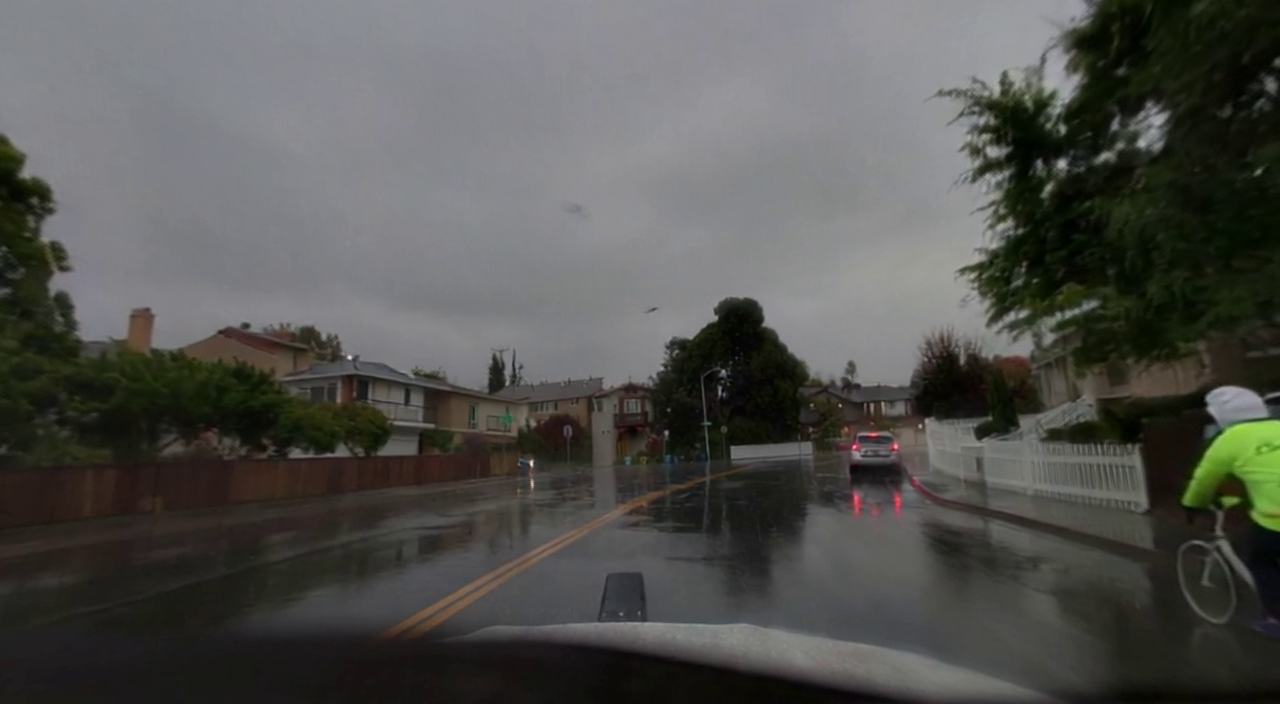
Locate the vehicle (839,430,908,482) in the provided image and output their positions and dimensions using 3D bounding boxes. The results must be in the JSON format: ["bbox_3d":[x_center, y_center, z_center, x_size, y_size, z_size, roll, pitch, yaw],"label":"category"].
[{"bbox_3d":[8.513,3.802,23.354,2.105,1.705,4.392,-2,-9,17],"label":"vehicle"}]
